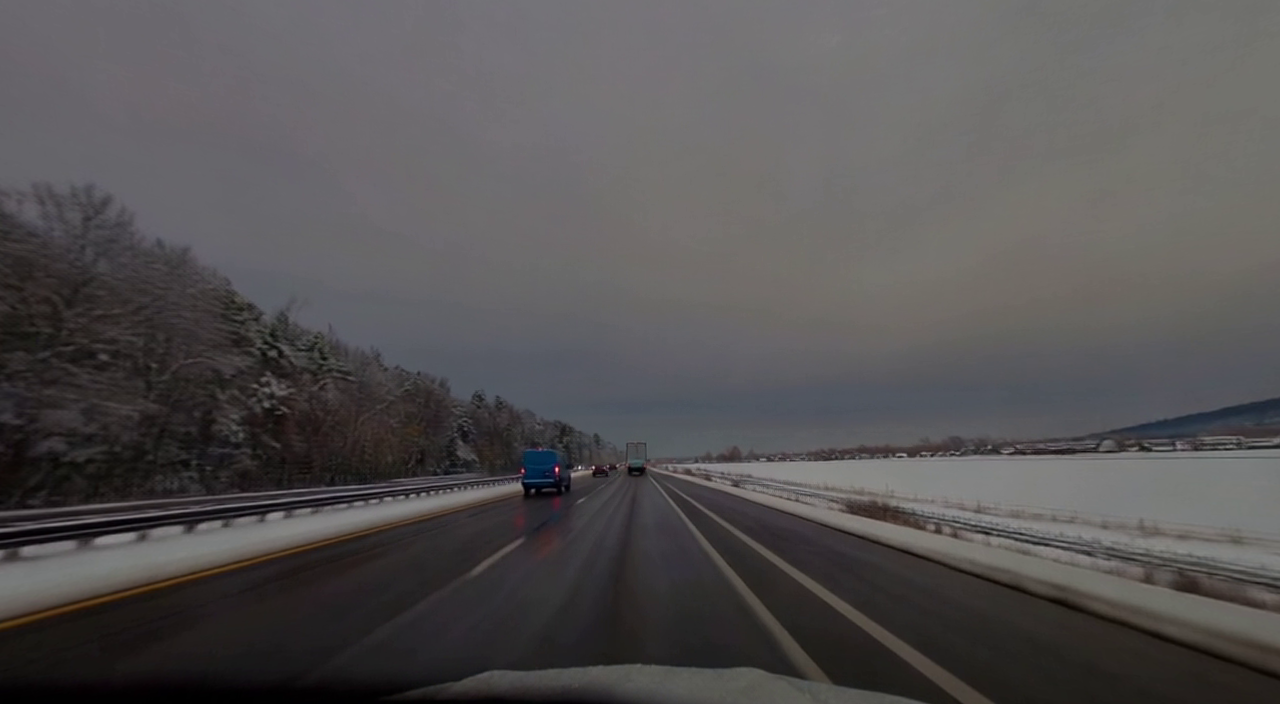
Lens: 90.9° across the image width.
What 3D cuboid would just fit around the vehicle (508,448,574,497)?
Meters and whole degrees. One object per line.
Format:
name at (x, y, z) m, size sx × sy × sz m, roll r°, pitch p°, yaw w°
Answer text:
vehicle at (-4.320, 5.389, 28.372) m, size 2.208 × 1.973 × 4.716 m, roll 1°, pitch -10°, yaw 0°
